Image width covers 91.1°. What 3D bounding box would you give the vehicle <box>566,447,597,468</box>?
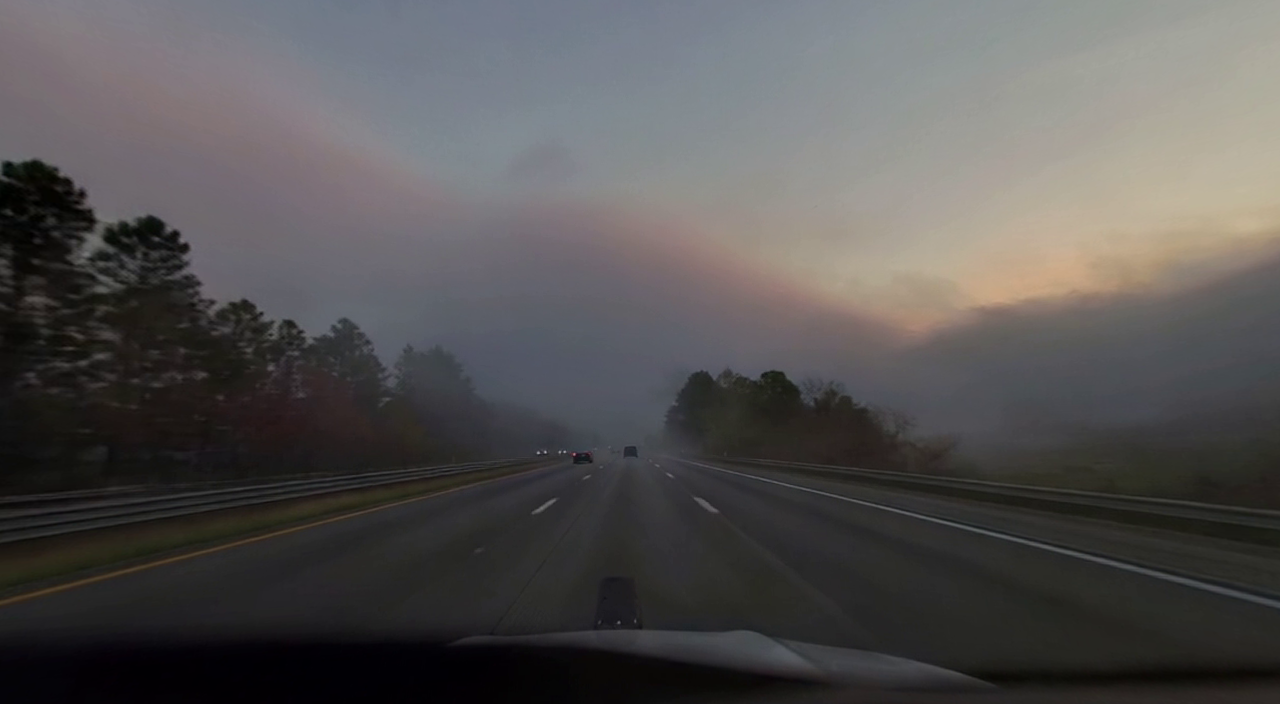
[{"bbox_3d":[-4.357,7.942,47.486,1.970,1.492,3.944,0,-9,0],"label":"vehicle"}]
